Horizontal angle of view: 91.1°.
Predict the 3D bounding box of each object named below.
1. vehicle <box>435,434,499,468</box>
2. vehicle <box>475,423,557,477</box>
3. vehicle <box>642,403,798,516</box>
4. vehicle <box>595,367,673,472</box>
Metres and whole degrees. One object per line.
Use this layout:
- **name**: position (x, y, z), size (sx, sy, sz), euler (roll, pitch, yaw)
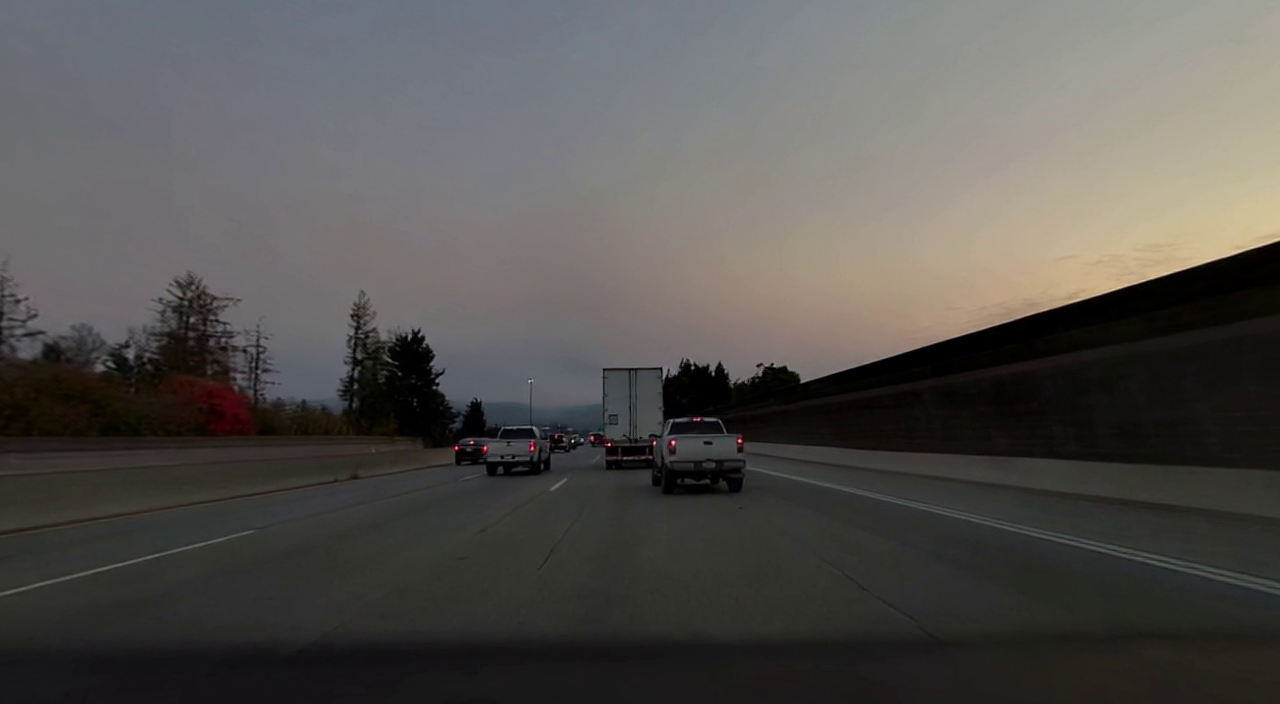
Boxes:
- **vehicle**: position (-8.179, 4.676, 30.096), size (2.059, 1.500, 4.001), euler (0, -8, -3)
- **vehicle**: position (-4.376, 3.531, 22.937), size (2.134, 1.752, 4.375), euler (0, -8, -1)
- **vehicle**: position (1.329, 2.091, 12.844), size (2.118, 1.832, 4.901), euler (1, -8, -5)
- **vehicle**: position (-0.481, 3.218, 28.782), size (2.904, 3.915, 10.473), euler (0, -8, -3)
